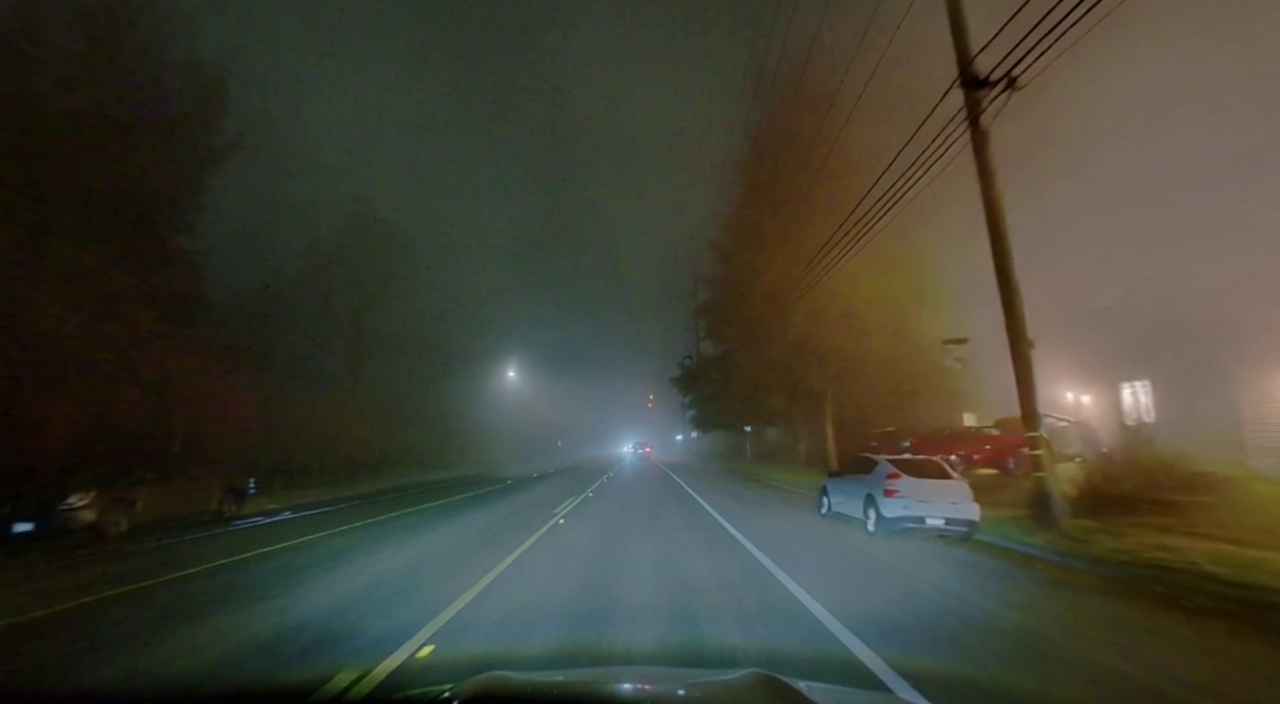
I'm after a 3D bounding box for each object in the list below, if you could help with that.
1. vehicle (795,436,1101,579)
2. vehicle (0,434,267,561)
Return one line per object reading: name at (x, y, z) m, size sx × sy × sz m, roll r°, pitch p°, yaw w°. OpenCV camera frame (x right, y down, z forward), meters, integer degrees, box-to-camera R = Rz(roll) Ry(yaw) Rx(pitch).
vehicle at (3.919, 2.030, 9.182) m, size 2.167 × 1.535 × 4.464 m, roll 0°, pitch -8°, yaw 0°
vehicle at (-10.939, 3.017, 13.960) m, size 2.111 × 2.050 × 5.328 m, roll -7°, pitch -8°, yaw 0°
